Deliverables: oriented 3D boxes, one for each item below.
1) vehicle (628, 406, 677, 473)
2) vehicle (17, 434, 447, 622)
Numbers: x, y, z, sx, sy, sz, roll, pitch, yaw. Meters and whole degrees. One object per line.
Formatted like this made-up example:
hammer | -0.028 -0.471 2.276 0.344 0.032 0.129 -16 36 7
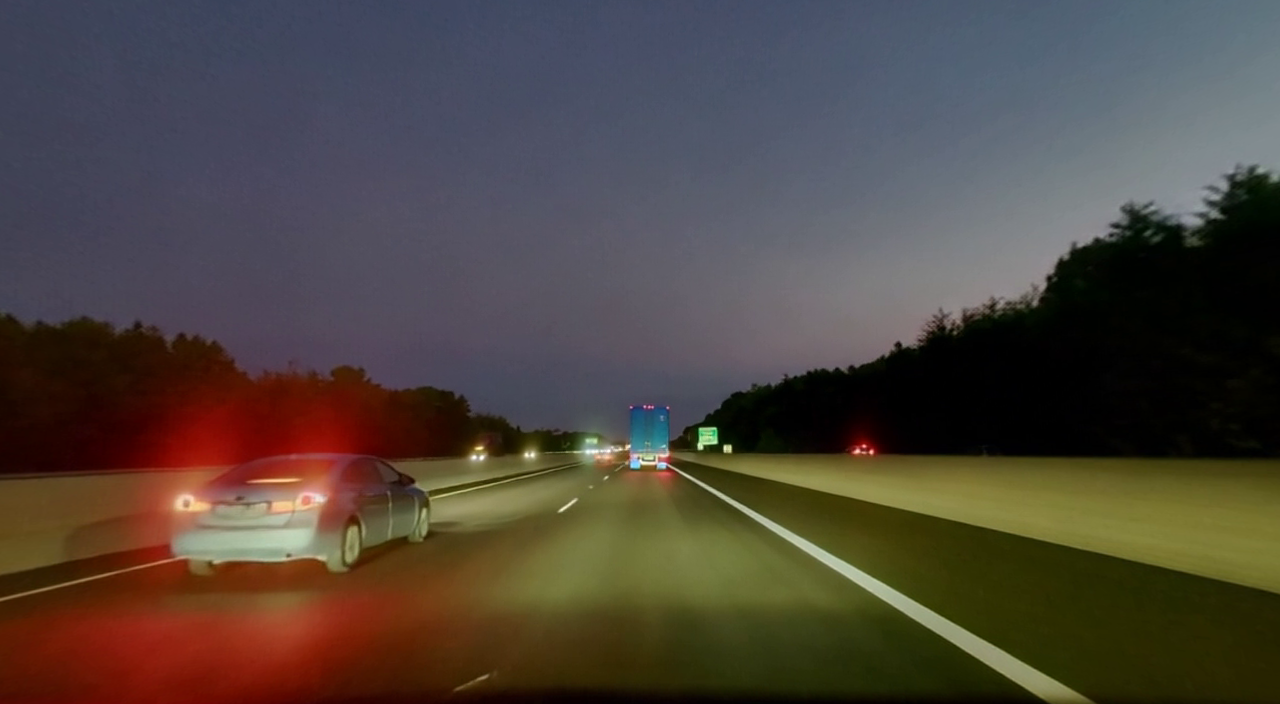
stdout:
vehicle | 0.800 6.145 43.942 3.022 4.072 10.318 0 -9 0
vehicle | -3.939 1.737 7.286 1.931 1.466 4.458 0 -9 1
